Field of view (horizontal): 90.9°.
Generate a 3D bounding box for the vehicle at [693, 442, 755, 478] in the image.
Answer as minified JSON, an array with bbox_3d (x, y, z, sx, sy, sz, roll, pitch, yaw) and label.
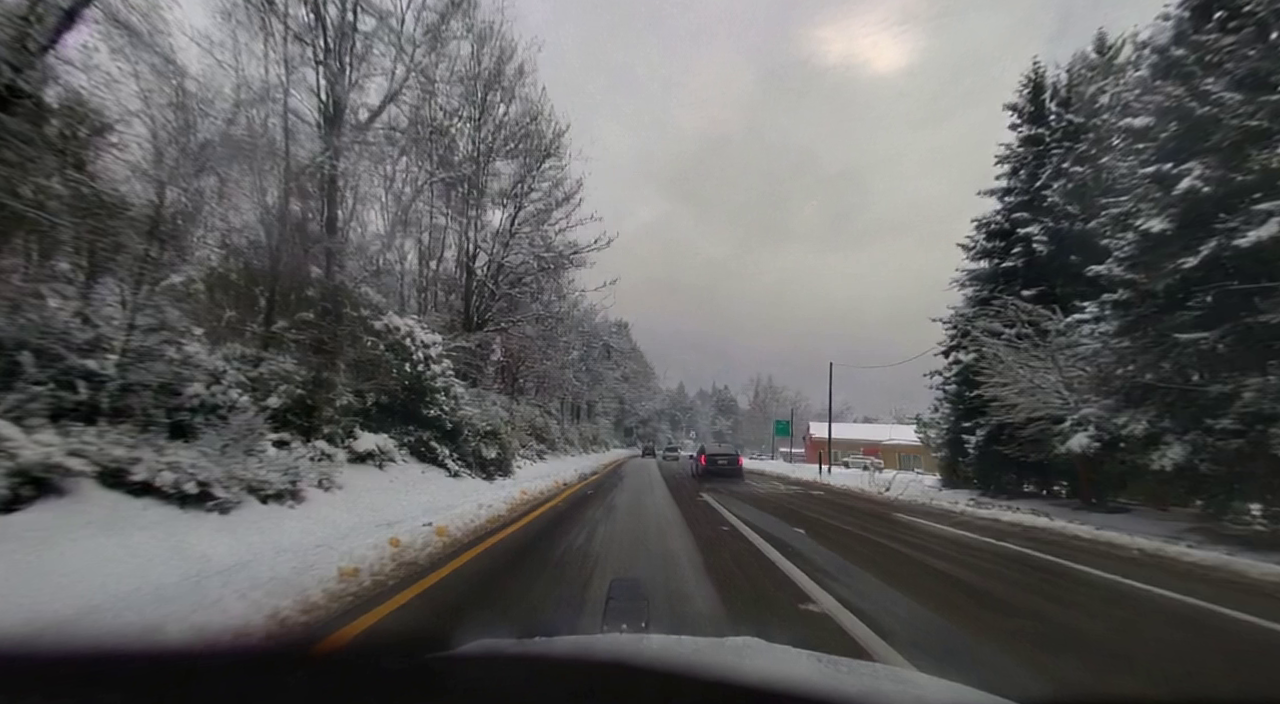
[{"bbox_3d":[3.701,4.846,28.662,1.956,1.473,4.640,0,-8,-3],"label":"vehicle"}]
